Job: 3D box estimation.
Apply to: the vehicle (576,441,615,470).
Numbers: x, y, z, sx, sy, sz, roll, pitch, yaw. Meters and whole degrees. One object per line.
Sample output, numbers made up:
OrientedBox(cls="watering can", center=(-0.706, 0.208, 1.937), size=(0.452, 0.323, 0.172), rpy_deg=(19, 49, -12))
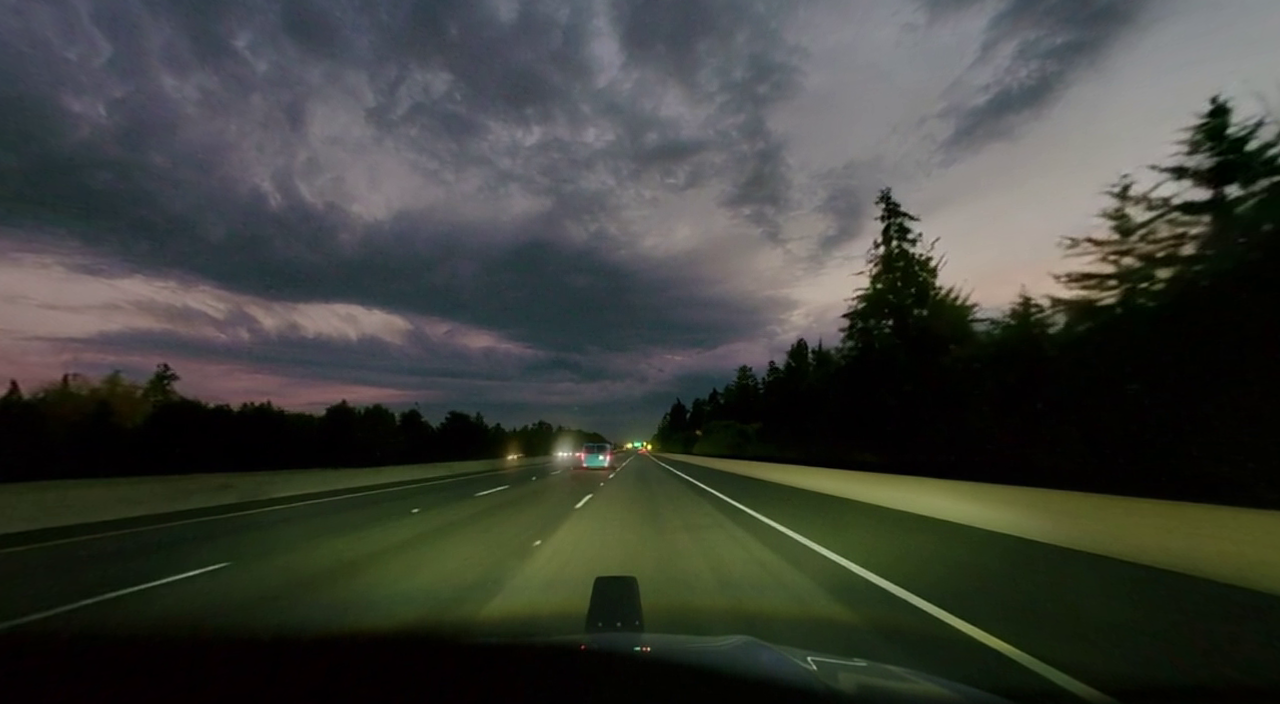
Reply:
OrientedBox(cls="vehicle", center=(-3.129, 7.416, 45.483), size=(2.349, 1.973, 5.419), rpy_deg=(0, -9, 0))
